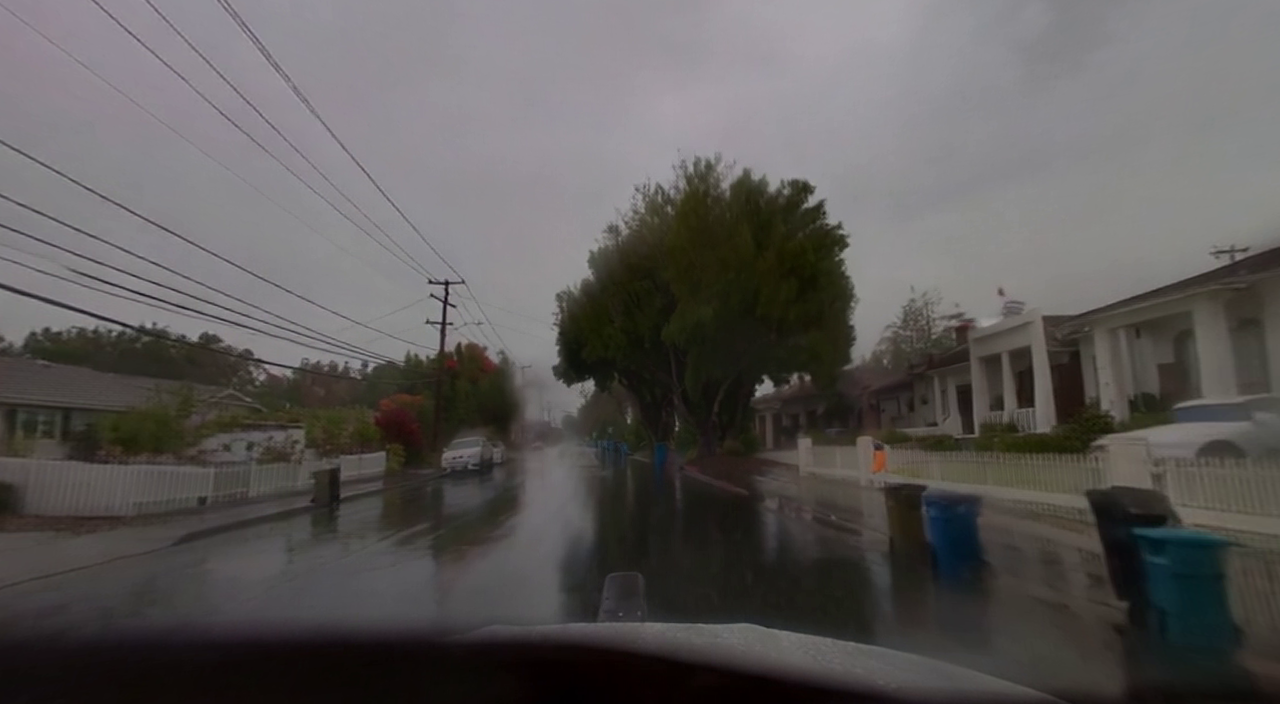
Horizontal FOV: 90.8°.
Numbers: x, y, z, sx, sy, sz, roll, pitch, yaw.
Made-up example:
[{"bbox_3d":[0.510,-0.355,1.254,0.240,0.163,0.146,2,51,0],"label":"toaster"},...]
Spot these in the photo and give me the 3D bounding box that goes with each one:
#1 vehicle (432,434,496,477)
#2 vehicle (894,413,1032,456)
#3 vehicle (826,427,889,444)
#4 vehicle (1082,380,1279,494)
[{"bbox_3d":[-9.082,5.402,33.161,2.240,1.940,5.429,-2,-9,-5],"label":"vehicle"},{"bbox_3d":[13.598,3.514,26.776,4.842,1.728,1.875,1,-9,-3],"label":"vehicle"},{"bbox_3d":[14.331,5.527,41.710,3.606,1.094,1.420,1,-9,-3],"label":"vehicle"},{"bbox_3d":[10.091,1.426,10.199,4.293,1.657,1.961,0,-11,3],"label":"vehicle"}]
